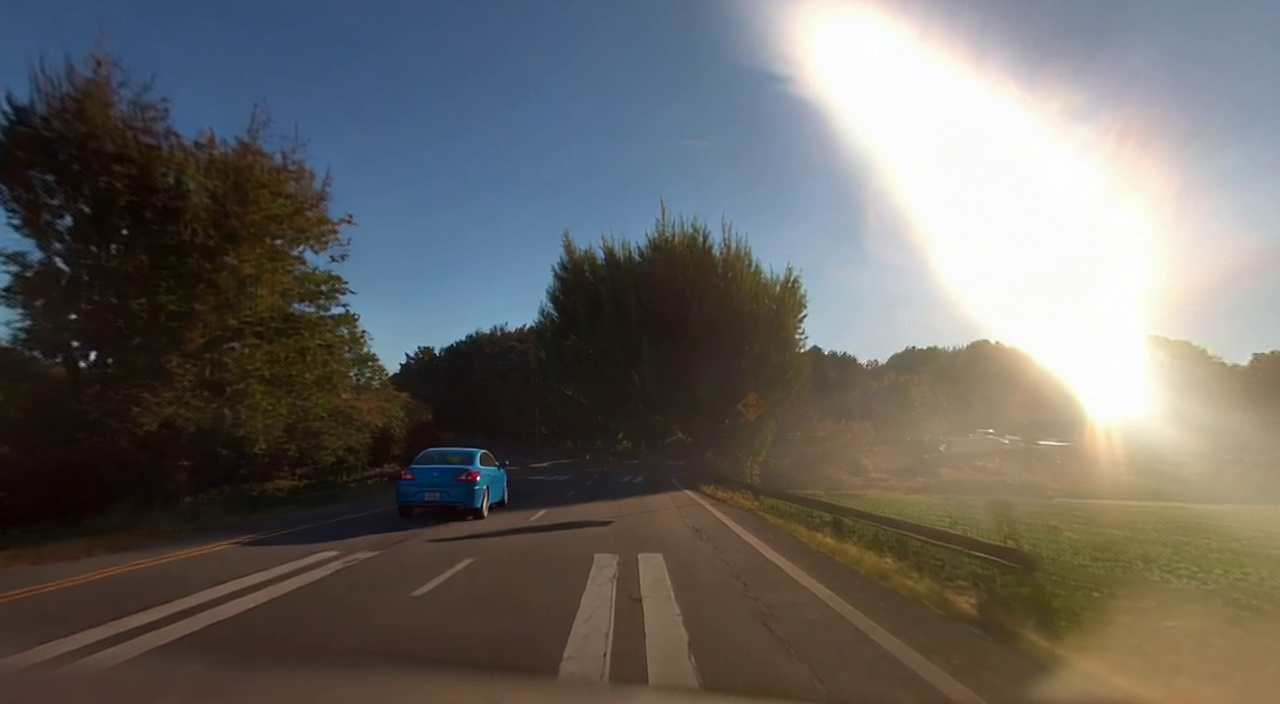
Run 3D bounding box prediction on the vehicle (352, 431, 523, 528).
[{"bbox_3d":[-3.786,2.465,12.647,2.078,1.607,3.959,0,-9,1],"label":"vehicle"}]
